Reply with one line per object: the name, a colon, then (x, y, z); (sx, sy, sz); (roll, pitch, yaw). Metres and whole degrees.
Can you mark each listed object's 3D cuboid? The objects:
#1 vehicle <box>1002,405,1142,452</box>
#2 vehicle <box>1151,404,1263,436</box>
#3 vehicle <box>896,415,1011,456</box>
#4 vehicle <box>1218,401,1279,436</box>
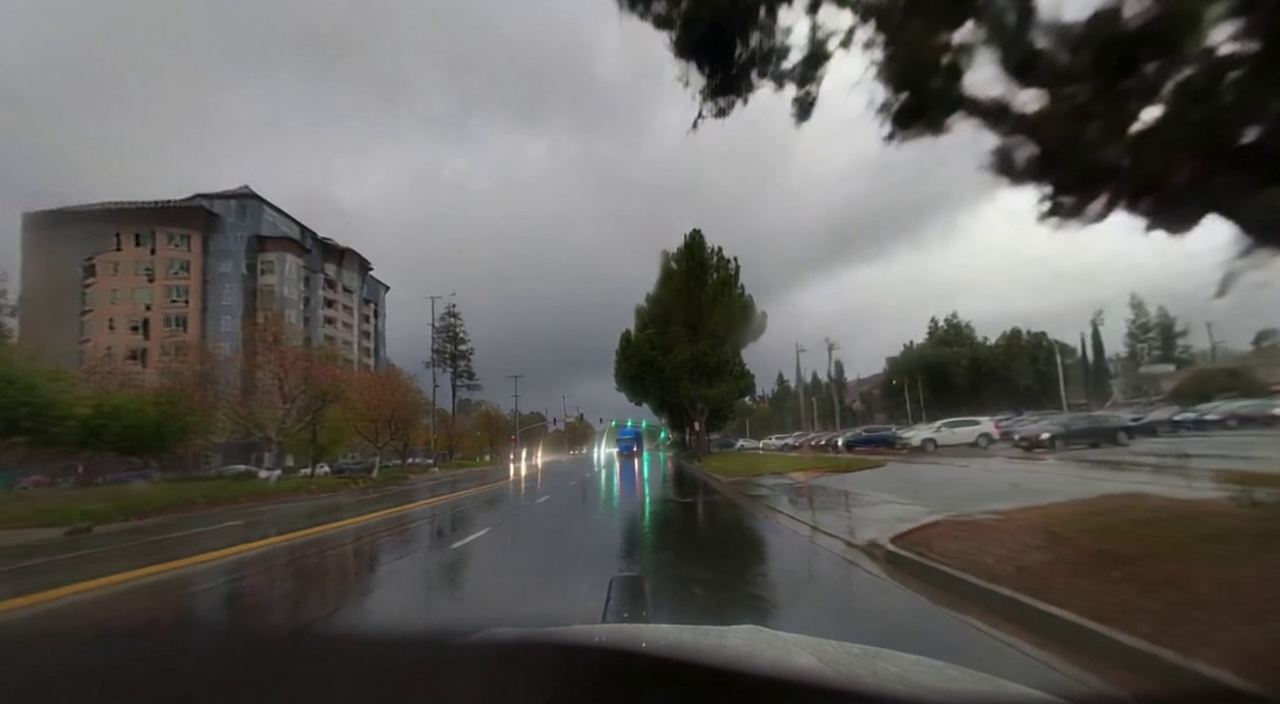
vehicle: (17.605, 3.156, 25.736); (4.653, 1.782, 2.042); (2, -9, -16)
vehicle: (29.131, 3.507, 32.402); (4.332, 1.530, 2.019); (1, -9, -13)
vehicle: (16.688, 4.469, 33.730); (5.051, 2.038, 2.142); (0, -9, -9)
vehicle: (30.049, 3.071, 29.733); (4.128, 1.472, 1.897); (-1, -9, -14)
